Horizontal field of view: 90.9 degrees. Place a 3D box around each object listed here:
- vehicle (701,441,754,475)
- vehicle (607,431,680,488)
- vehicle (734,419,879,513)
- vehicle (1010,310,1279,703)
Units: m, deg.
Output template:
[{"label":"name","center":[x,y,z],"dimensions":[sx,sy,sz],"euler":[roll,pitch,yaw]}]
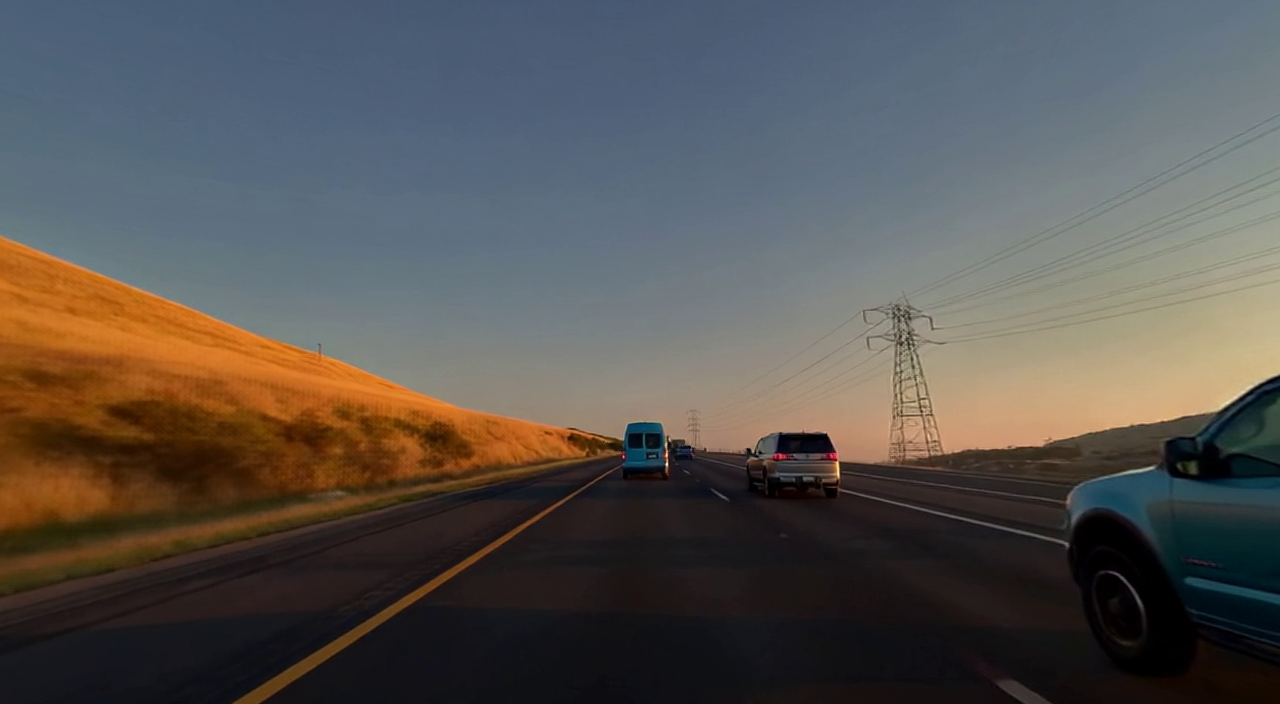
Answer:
[{"label":"vehicle","center":[4.092,5.029,30.117],"dimensions":[1.938,1.466,4.356],"euler":[0,-9,0]},{"label":"vehicle","center":[0.159,3.700,21.963],"dimensions":[2.268,1.772,4.523],"euler":[0,-9,1]},{"label":"vehicle","center":[3.605,2.575,14.690],"dimensions":[2.139,1.821,4.480],"euler":[0,-8,0]},{"label":"vehicle","center":[3.963,0.619,1.441],"dimensions":[2.691,1.901,5.744],"euler":[0,-9,-1]}]
